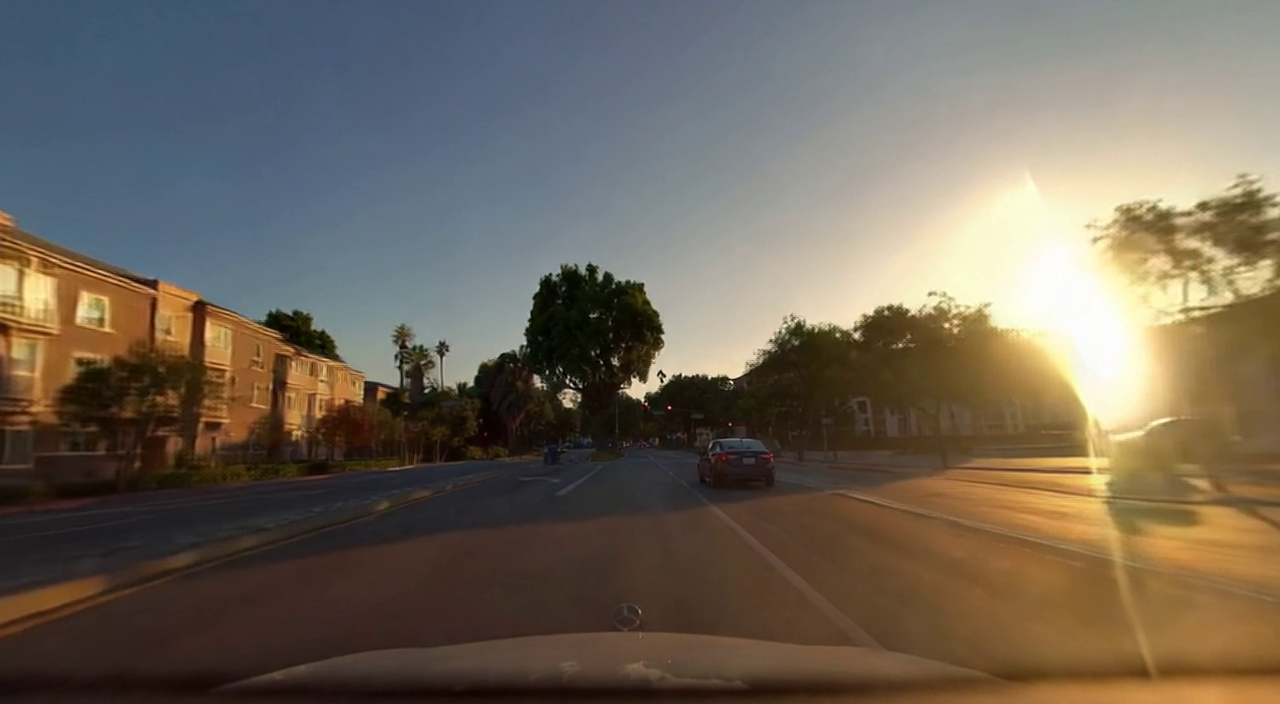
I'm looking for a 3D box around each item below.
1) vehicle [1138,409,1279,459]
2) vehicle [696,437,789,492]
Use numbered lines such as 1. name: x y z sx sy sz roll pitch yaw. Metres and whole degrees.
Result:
1. vehicle: 22.408 3.199 24.450 4.383 1.815 2.061 -1 -8 2
2. vehicle: 2.937 3.332 19.048 1.964 1.448 4.295 0 -8 -1
